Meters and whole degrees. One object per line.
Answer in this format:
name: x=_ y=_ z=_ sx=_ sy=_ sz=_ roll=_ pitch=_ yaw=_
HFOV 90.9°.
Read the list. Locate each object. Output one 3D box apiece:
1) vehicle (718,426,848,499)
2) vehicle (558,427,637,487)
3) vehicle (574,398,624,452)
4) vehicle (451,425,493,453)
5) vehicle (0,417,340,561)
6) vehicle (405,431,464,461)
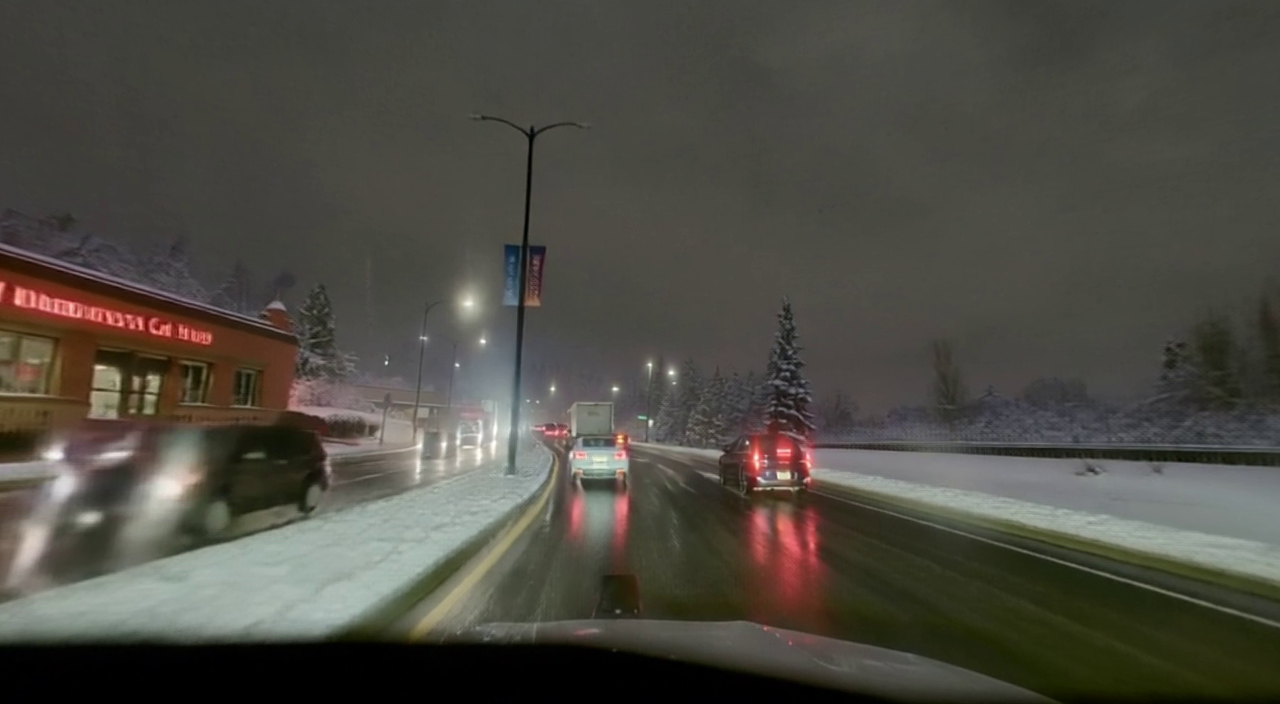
vehicle: x=3.181 y=2.531 z=14.904 sx=1.889 sy=1.480 sz=3.876 roll=1 pitch=-8 yaw=-5
vehicle: x=-1.268 y=2.883 z=17.633 sx=1.991 sy=1.472 sz=3.518 roll=1 pitch=-8 yaw=-7
vehicle: x=-3.001 y=5.201 z=44.404 sx=2.917 sy=3.482 sz=6.946 roll=1 pitch=-8 yaw=-8
vehicle: x=-12.453 y=6.491 z=47.003 sx=2.165 sy=1.966 sz=5.251 roll=1 pitch=-8 yaw=-6
vehicle: x=-6.418 y=1.756 z=8.996 sx=1.984 sy=1.486 sz=4.708 roll=0 pitch=-8 yaw=-1
vehicle: x=-10.928 y=5.032 z=33.795 sx=1.993 sy=1.482 sz=4.420 roll=1 pitch=-8 yaw=-5
